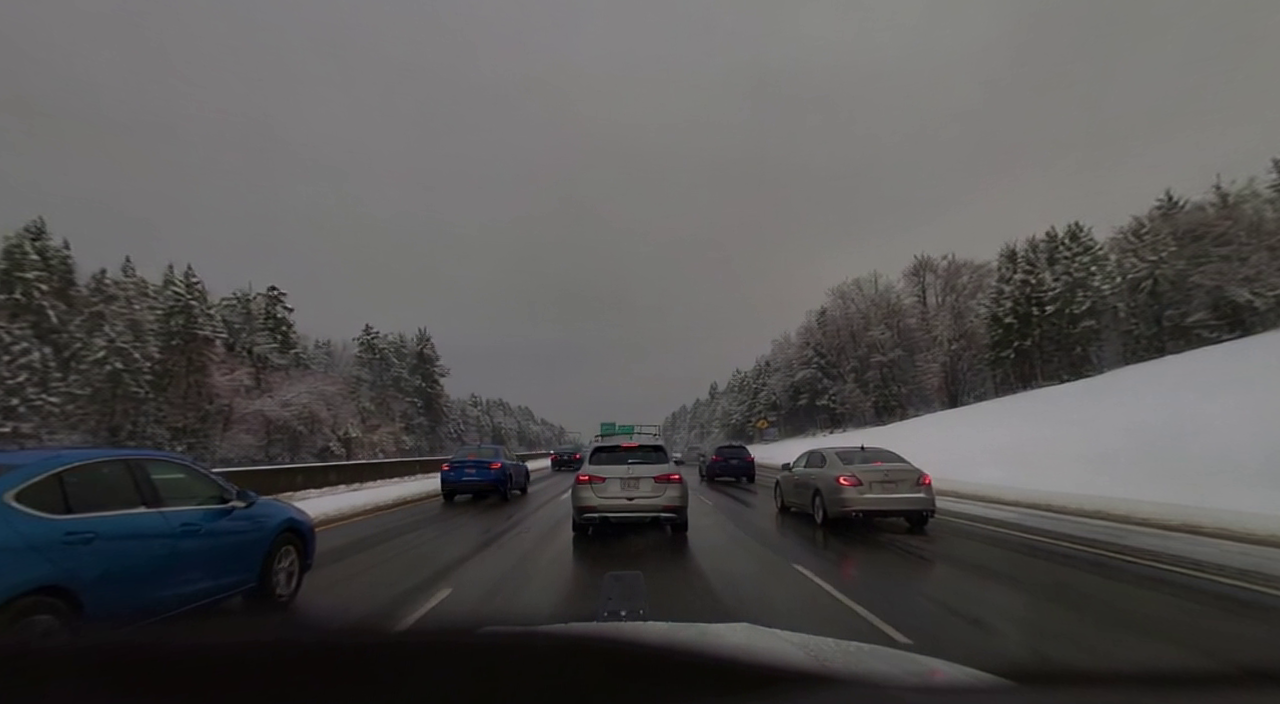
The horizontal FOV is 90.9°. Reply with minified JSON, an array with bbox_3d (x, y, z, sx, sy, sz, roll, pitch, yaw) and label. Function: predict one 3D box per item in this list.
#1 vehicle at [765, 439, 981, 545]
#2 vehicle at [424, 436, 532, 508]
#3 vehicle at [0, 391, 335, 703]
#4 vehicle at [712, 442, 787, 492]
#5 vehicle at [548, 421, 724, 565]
[{"bbox_3d":[3.662,2.281,10.982,1.953,1.434,4.511,0,-9,-1],"label":"vehicle"},{"bbox_3d":[-4.261,3.213,17.254,1.890,1.708,3.844,0,-9,1],"label":"vehicle"},{"bbox_3d":[-4.515,1.271,4.785,2.173,1.660,4.373,0,-9,0],"label":"vehicle"},{"bbox_3d":[3.750,4.014,22.307,1.905,1.590,3.746,0,-9,-1],"label":"vehicle"},{"bbox_3d":[-0.104,1.978,9.489,2.093,1.695,3.782,0,-9,-2],"label":"vehicle"}]
